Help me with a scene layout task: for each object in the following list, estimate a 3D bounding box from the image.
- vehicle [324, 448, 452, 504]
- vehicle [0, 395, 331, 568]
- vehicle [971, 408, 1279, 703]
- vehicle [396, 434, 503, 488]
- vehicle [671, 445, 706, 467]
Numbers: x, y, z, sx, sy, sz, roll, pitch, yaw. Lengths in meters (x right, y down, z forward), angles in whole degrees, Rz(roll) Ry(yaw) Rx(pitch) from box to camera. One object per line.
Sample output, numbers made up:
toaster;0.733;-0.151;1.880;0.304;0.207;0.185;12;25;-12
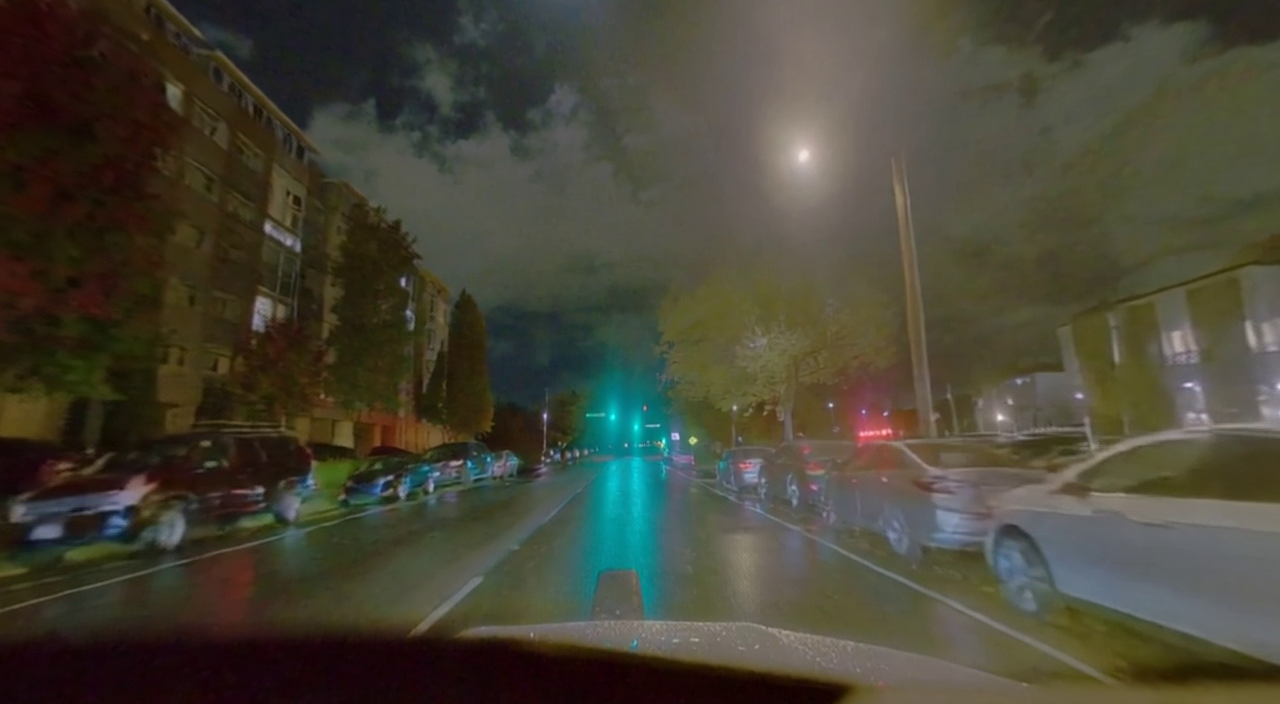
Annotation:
vehicle;-7.593;3.751;19.584;2.057;1.486;4.759;0;-8;-1
vehicle;-7.635;2.030;10.720;2.146;2.167;5.339;0;-8;-2
vehicle;3.784;1.047;2.907;2.009;1.547;4.574;0;-8;0
vehicle;-7.686;4.451;26.212;2.613;1.959;5.843;0;-8;0
vehicle;3.373;7.403;44.992;2.005;1.466;4.767;0;-8;-2
